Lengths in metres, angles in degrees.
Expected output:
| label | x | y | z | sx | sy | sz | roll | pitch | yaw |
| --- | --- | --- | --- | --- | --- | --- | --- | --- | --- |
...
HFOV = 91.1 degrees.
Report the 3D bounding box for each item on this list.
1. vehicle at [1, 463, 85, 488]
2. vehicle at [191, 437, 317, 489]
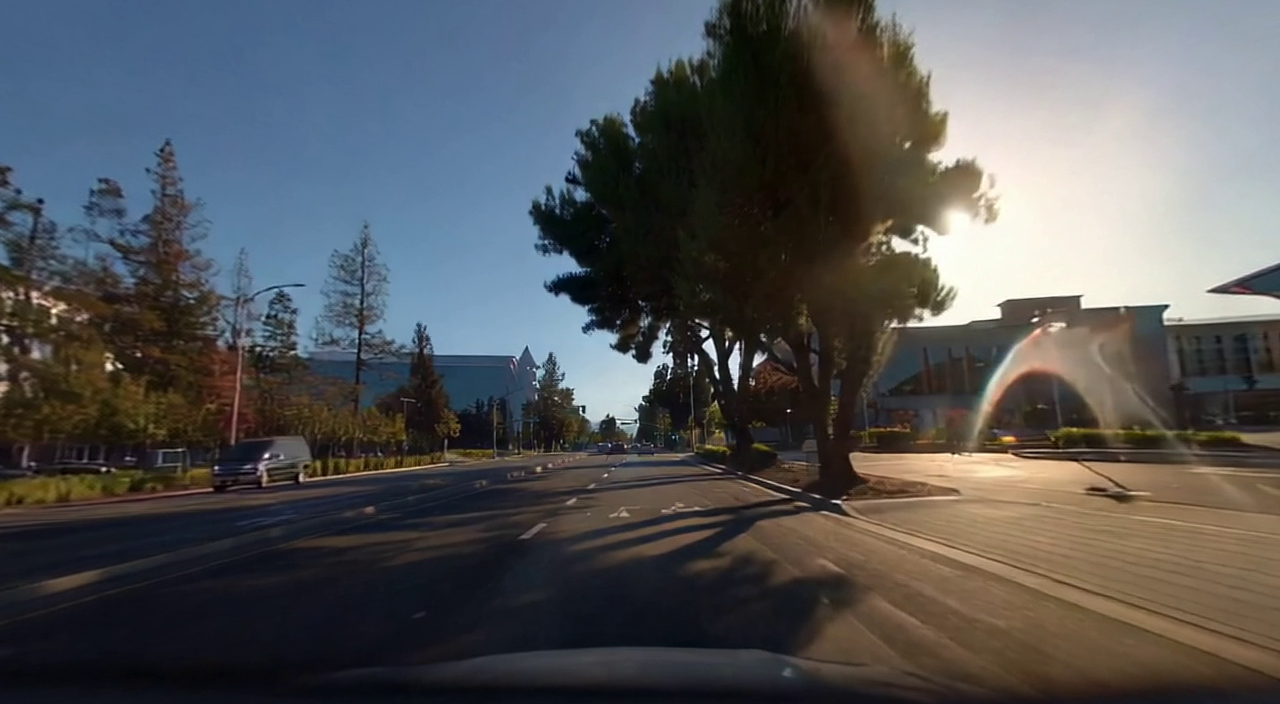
| label | x | y | z | sx | sy | sz | roll | pitch | yaw |
| --- | --- | --- | --- | --- | --- | --- | --- | --- | --- |
| vehicle | -41.725 | 8.617 | 43.921 | 4.294 | 1.512 | 1.800 | -3 | -9 | 5 |
| vehicle | -17.456 | 5.019 | 28.837 | 2.331 | 2.109 | 5.400 | 0 | -8 | 0 |
